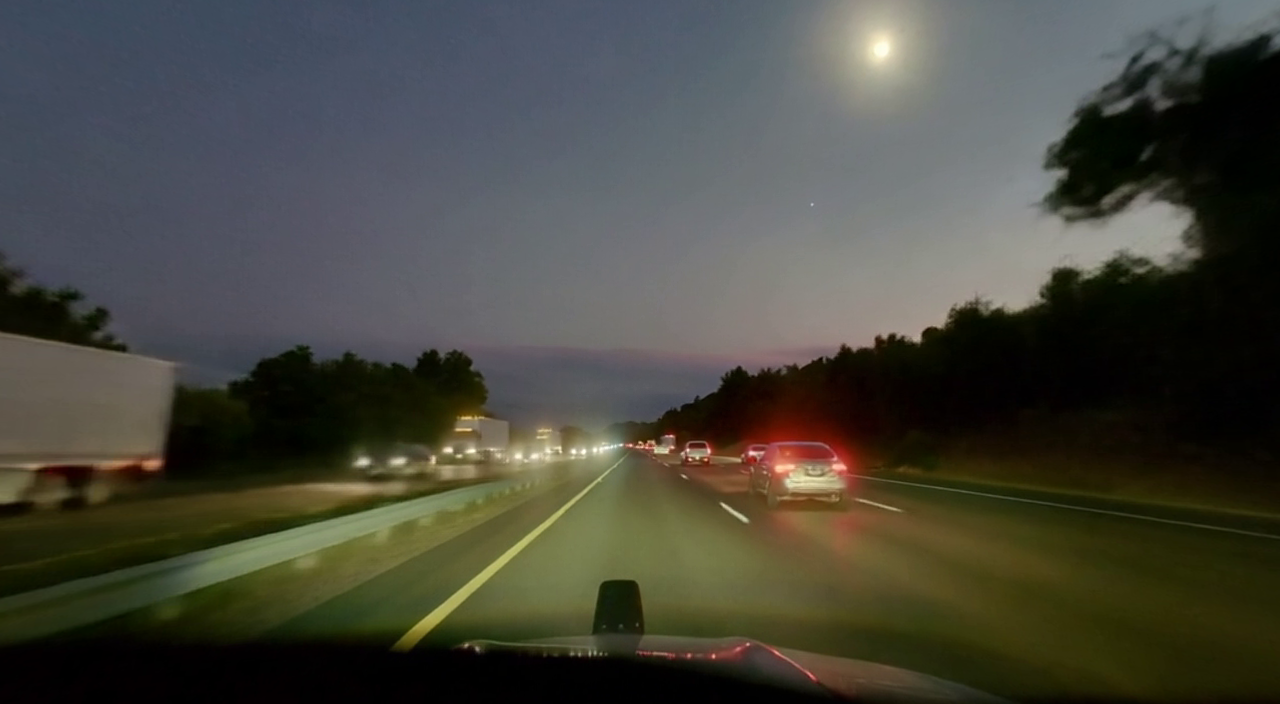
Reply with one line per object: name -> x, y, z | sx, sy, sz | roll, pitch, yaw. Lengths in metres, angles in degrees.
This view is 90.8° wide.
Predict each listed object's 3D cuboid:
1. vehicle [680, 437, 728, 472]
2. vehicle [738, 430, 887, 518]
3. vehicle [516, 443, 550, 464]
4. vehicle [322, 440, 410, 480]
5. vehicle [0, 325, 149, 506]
vehicle -> 3.449, 5.682, 35.070 | 2.070, 1.751, 4.576 | 0, -9, -2
vehicle -> 3.565, 2.604, 13.926 | 2.023, 1.603, 4.159 | 0, -9, -1
vehicle -> -8.025, 7.683, 47.712 | 1.900, 1.485, 4.239 | 0, -9, 0
vehicle -> -11.717, 4.643, 27.351 | 1.921, 1.564, 4.224 | 0, -9, 0
vehicle -> -15.654, 0.938, 10.941 | 2.860, 3.996, 14.327 | 0, -9, 0
